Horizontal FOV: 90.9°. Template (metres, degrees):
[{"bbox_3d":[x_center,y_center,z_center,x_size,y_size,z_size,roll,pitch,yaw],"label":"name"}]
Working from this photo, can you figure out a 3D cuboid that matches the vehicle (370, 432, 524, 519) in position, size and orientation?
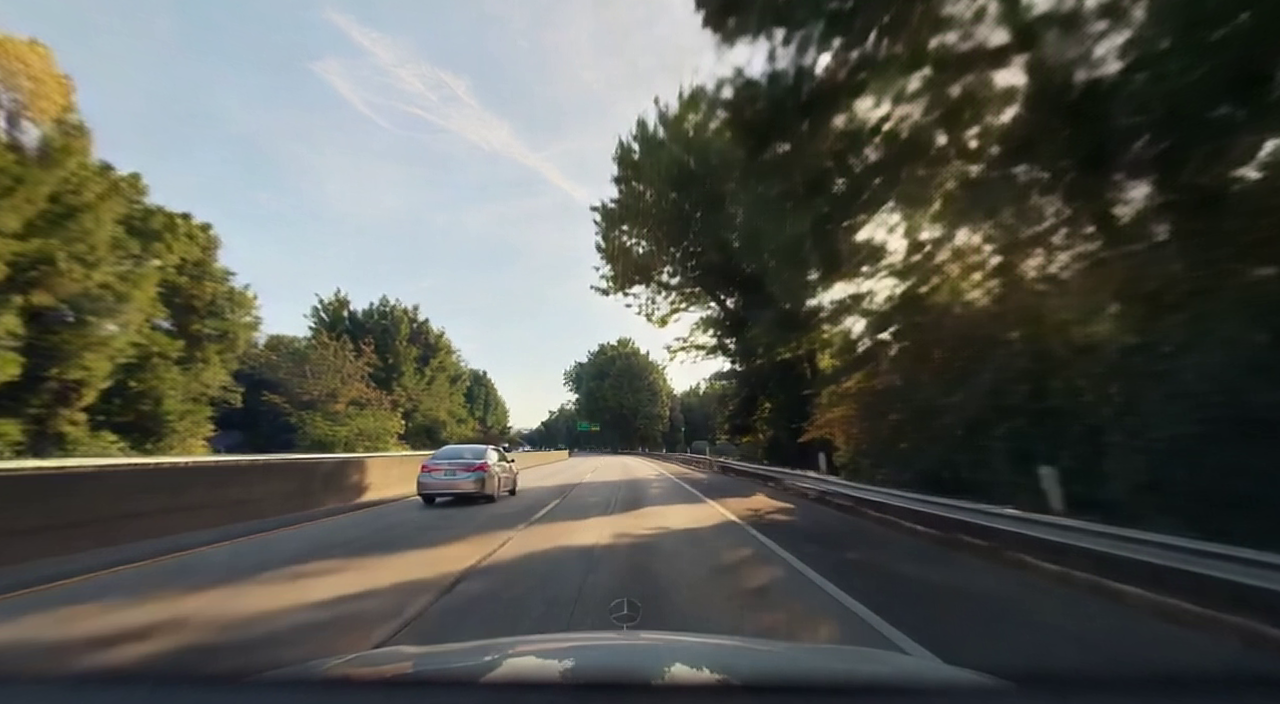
[{"bbox_3d":[-3.808,2.506,13.242,1.990,1.532,3.911,0,-9,0],"label":"vehicle"}]
